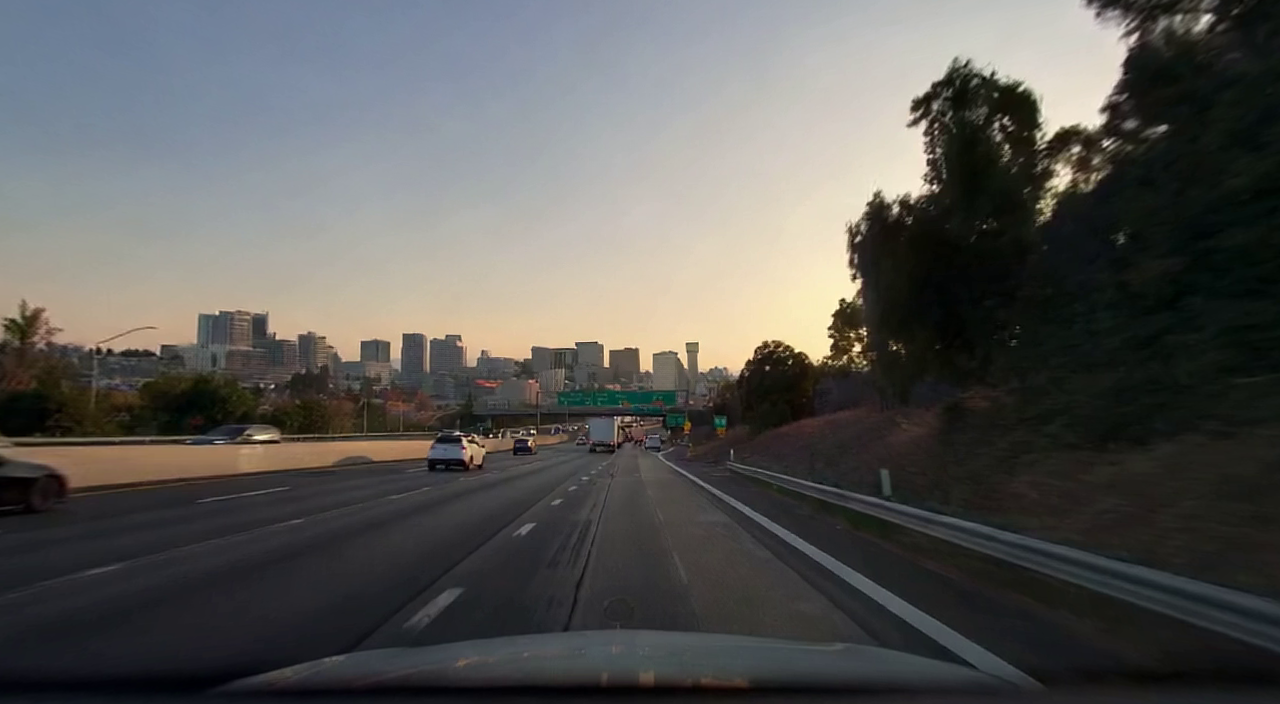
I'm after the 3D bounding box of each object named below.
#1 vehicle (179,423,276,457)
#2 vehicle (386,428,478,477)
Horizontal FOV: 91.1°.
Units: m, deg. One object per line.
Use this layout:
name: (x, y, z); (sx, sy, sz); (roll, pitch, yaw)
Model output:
vehicle: (-20.428, 4.378, 31.413); (1.878, 1.549, 4.398); (0, -8, 0)
vehicle: (-7.518, 3.656, 23.188); (1.979, 1.646, 4.096); (0, -8, 0)
